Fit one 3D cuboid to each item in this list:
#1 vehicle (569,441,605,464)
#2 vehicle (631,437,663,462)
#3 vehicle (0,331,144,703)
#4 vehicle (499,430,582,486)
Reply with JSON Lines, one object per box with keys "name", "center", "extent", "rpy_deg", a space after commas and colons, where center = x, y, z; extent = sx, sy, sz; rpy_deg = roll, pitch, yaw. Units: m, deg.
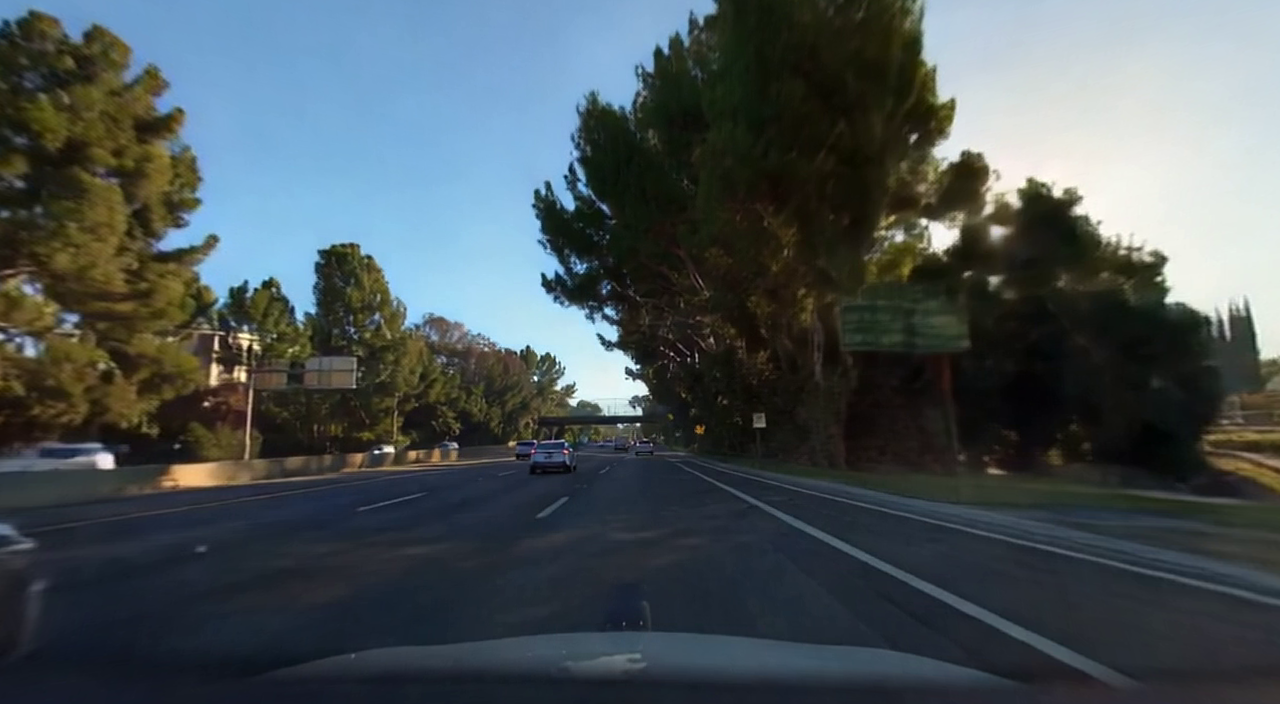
{"name": "vehicle", "center": [-3.502, 6.714, 41.991], "extent": [2.055, 1.431, 3.921], "rpy_deg": [0, -8, 1]}
{"name": "vehicle", "center": [0.526, 7.234, 46.715], "extent": [2.285, 1.797, 4.478], "rpy_deg": [0, -8, 0]}
{"name": "vehicle", "center": [-3.517, 0.477, 0.493], "extent": [2.040, 1.672, 5.122], "rpy_deg": [0, -8, 0]}
{"name": "vehicle", "center": [-3.218, 3.530, 21.234], "extent": [2.056, 1.679, 4.204], "rpy_deg": [0, -8, 1]}
